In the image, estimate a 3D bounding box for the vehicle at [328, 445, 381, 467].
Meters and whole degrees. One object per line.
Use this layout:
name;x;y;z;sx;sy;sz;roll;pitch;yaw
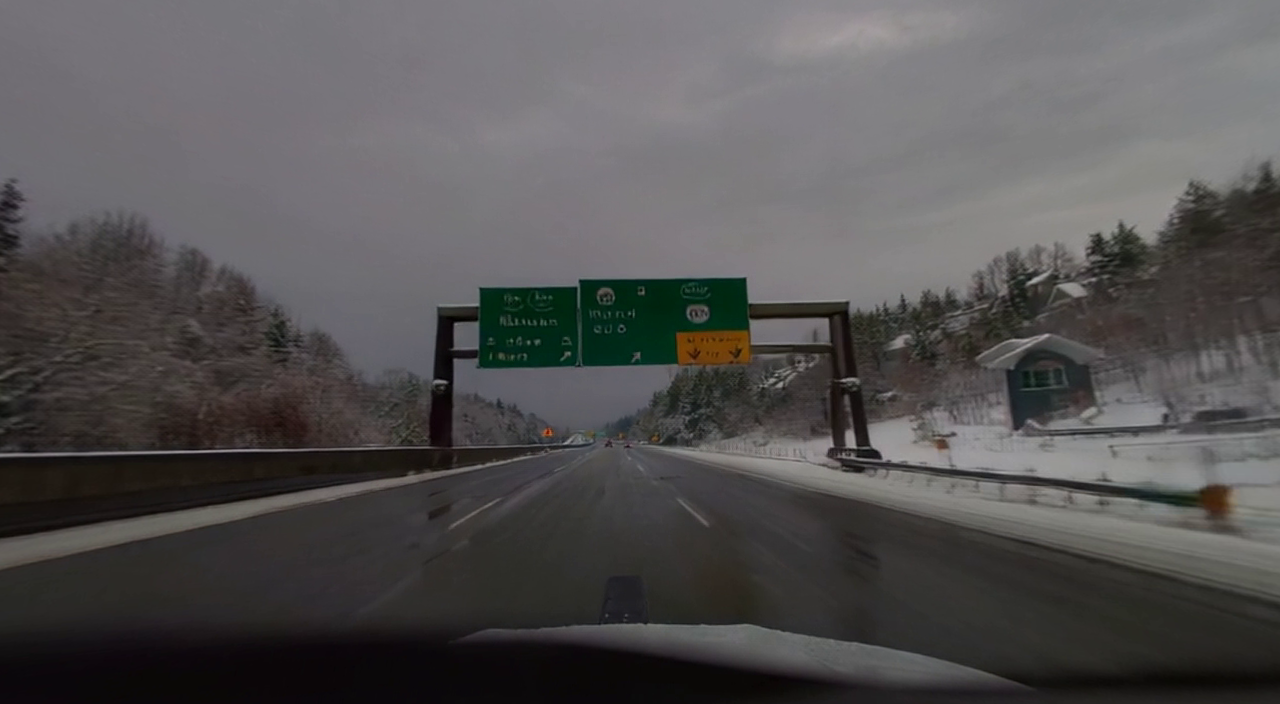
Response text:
vehicle;-21.617;7.879;47.980;2.015;1.595;4.727;0;-9;-3
